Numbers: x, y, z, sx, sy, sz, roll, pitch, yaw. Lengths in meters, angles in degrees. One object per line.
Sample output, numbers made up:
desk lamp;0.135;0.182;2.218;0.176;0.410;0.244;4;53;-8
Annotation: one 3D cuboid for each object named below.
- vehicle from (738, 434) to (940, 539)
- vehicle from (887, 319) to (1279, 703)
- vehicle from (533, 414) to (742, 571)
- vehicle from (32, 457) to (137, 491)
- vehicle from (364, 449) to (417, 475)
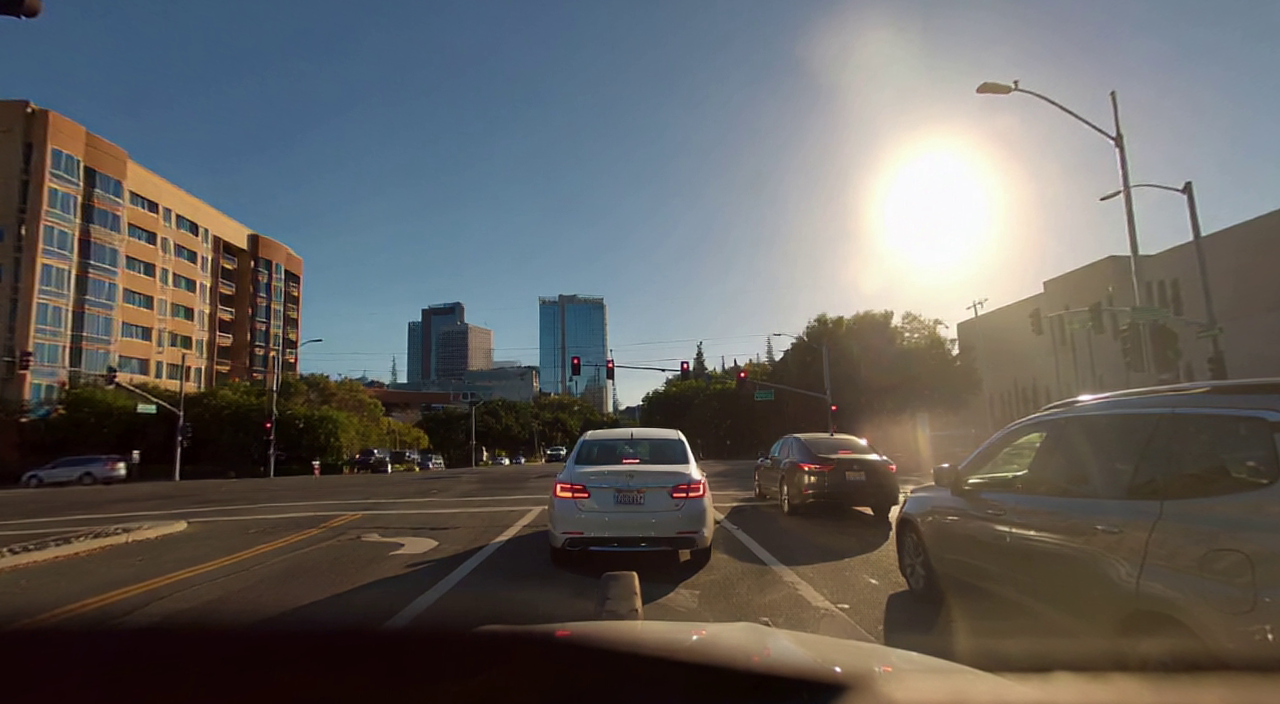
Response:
vehicle;3.152;2.219;11.141;2.001;1.463;4.398;0;-8;-2
vehicle;2.995;0.869;2.657;2.103;1.701;4.294;0;-8;-1
vehicle;-0.075;1.779;8.734;2.188;1.637;4.027;0;-8;-1
vehicle;-32.332;7.099;36.835;4.448;1.837;2.021;-1;-9;7
vehicle;-18.728;8.256;47.662;2.026;1.836;4.726;0;-8;0
